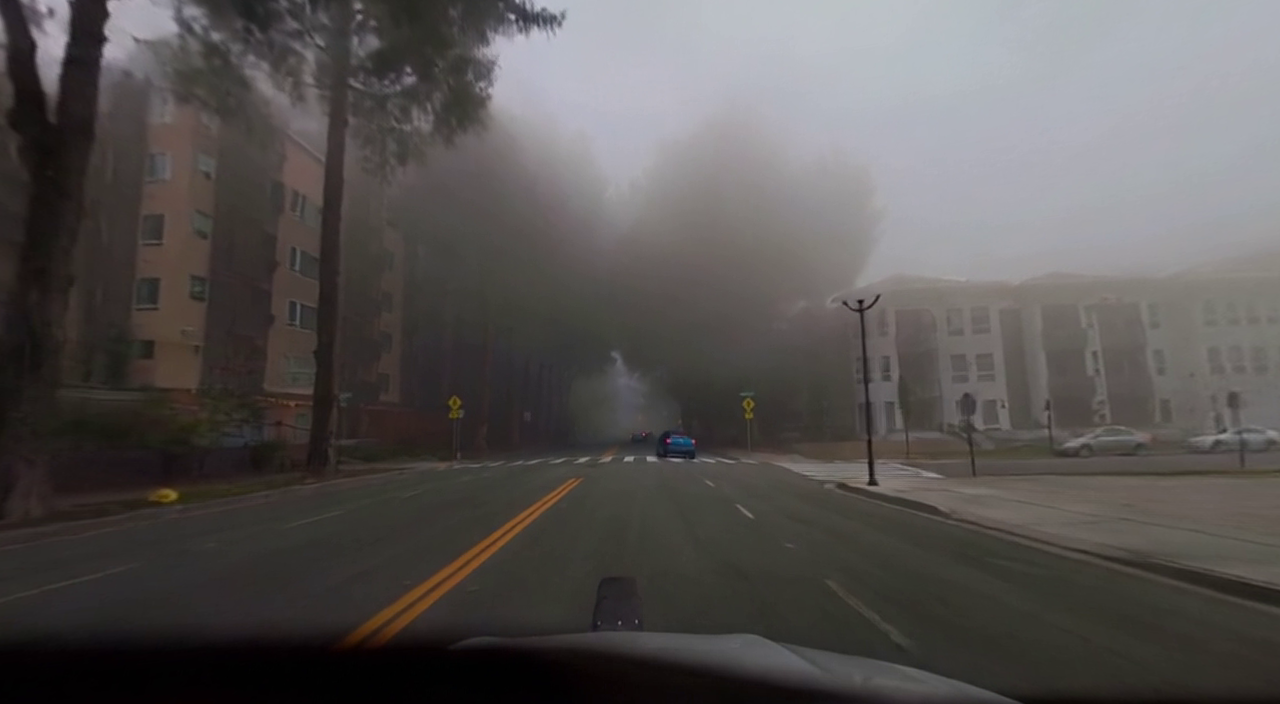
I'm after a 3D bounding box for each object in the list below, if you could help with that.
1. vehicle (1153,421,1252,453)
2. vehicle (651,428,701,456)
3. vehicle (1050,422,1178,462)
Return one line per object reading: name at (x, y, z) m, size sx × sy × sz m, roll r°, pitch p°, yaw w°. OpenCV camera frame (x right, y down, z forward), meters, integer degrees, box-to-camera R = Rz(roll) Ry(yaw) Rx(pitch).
vehicle at (33.857, 5.106, 38.038) m, size 1.887 × 1.808 × 4.443 m, roll -1°, pitch -7°, yaw 1°
vehicle at (2.220, 5.655, 39.668) m, size 1.981 × 1.703 × 3.691 m, roll 2°, pitch -8°, yaw -17°
vehicle at (23.957, 4.571, 31.979) m, size 4.676 × 1.775 × 2.085 m, roll -2°, pitch -8°, yaw 2°
